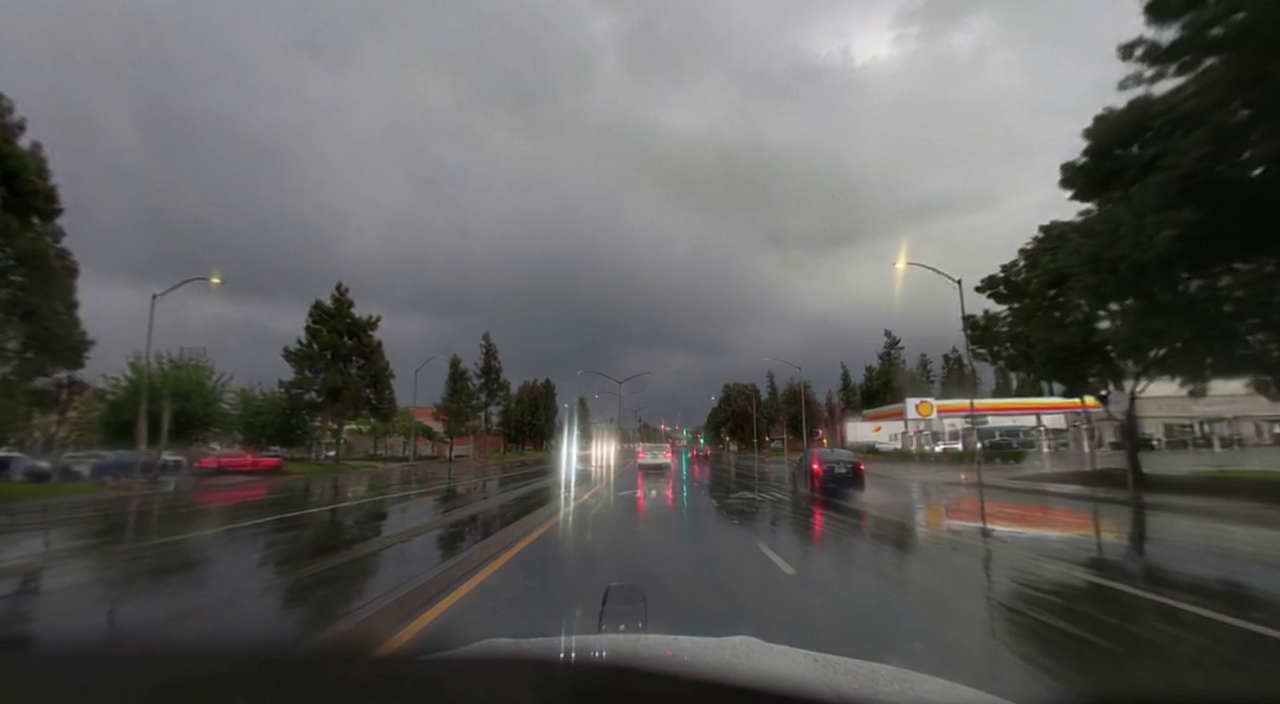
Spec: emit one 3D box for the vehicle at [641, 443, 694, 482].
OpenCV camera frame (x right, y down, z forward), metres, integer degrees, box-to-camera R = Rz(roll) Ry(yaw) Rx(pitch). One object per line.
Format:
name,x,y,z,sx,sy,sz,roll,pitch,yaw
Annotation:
vehicle,1.063,4.585,26.338,1.971,1.479,4.493,0,-8,0

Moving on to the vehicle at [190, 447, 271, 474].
vehicle,-28.858,7.622,44.473,2.011,1.762,5.267,0,-8,3

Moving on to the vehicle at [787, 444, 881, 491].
vehicle,6.722,4.023,22.311,1.918,1.484,4.456,0,-8,0

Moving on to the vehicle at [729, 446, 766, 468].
vehicle,7.750,7.540,45.490,1.930,1.479,4.477,0,-8,0
